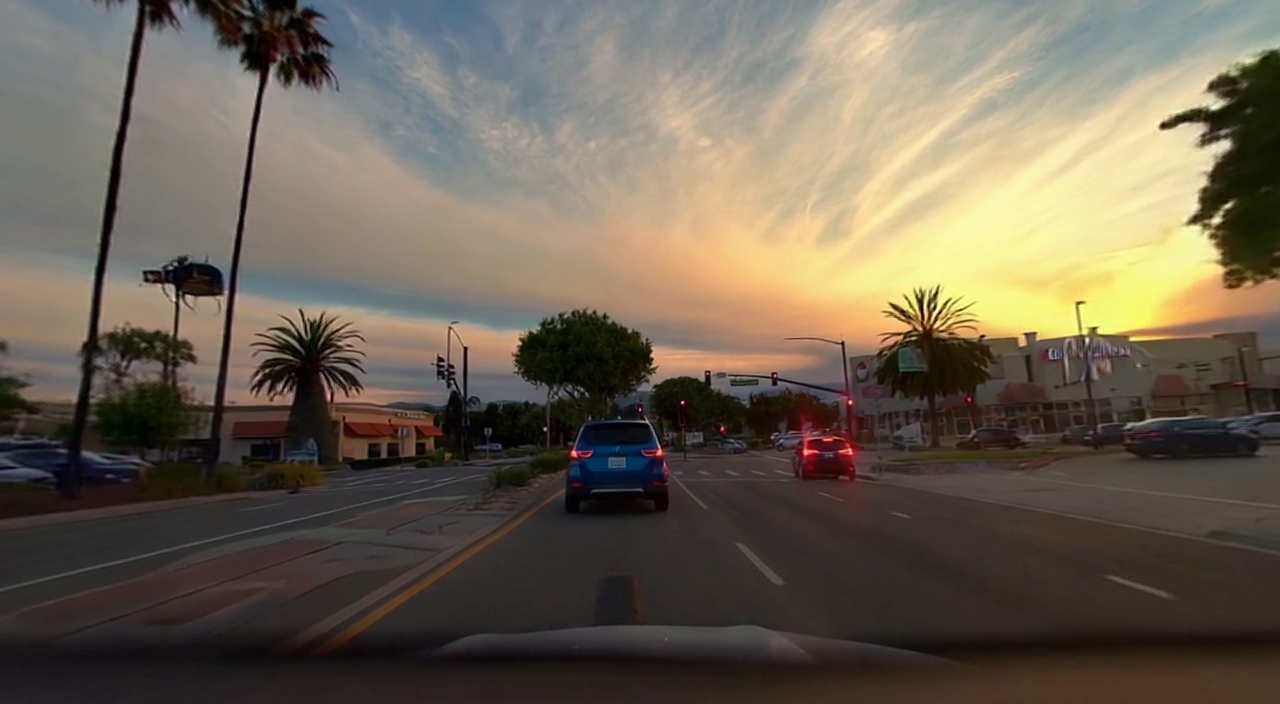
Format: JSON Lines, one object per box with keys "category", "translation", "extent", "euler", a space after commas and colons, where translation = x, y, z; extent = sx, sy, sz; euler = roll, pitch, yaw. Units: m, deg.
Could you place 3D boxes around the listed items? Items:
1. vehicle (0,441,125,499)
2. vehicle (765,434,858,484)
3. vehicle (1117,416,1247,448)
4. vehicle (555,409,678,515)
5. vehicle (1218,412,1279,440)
{"category": "vehicle", "translation": [-19.304, 3.672, 19.859], "extent": [4.510, 1.682, 1.902], "euler": [0, -8, 1]}
{"category": "vehicle", "translation": [5.942, 3.762, 22.479], "extent": [2.086, 1.560, 4.542], "euler": [0, -8, 1]}
{"category": "vehicle", "translation": [31.963, 4.797, 37.511], "extent": [5.390, 1.773, 2.119], "euler": [-4, -9, 26]}
{"category": "vehicle", "translation": [-0.535, 2.369, 14.066], "extent": [2.263, 1.932, 4.709], "euler": [0, -8, -2]}
{"category": "vehicle", "translation": [44.254, 5.218, 44.395], "extent": [4.931, 1.912, 1.893], "euler": [-6, -10, 32]}
